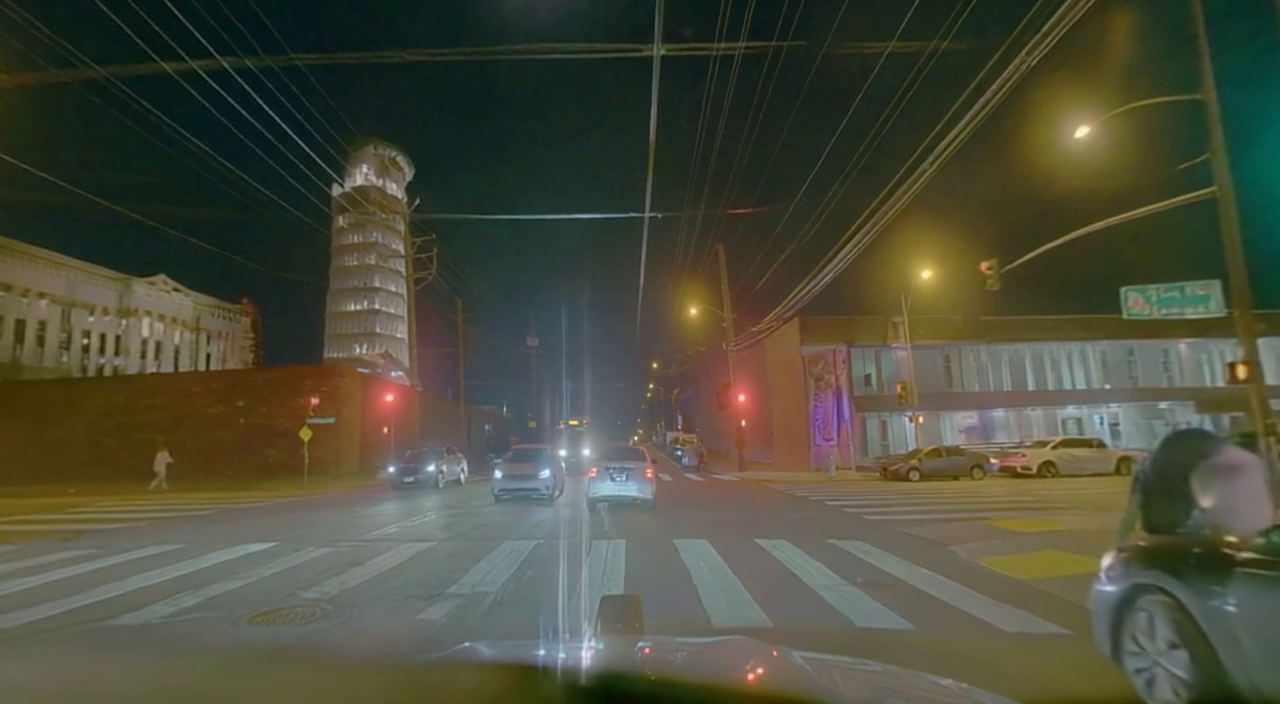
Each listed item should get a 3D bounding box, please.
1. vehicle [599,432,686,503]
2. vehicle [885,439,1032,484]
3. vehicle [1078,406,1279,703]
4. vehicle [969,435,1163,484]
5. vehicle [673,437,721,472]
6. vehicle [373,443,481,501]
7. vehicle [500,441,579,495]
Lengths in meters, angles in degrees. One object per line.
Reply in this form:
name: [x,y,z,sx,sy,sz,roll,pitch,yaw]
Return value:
vehicle: [0.053,3.227,18.058,2.190,1.783,4.048,0,-8,0]
vehicle: [12.206,4.220,24.500,4.576,1.650,1.980,-1,-9,2]
vehicle: [3.487,0.799,1.257,1.949,1.521,4.445,0,-8,-1]
vehicle: [14.254,3.619,21.372,5.045,1.527,2.107,0,-9,-1]
vehicle: [3.033,5.652,34.745,2.171,1.751,4.373,0,-9,-1]
vehicle: [-7.096,4.014,21.731,1.892,1.706,5.224,0,-8,0]
vehicle: [-3.364,3.941,21.867,2.055,1.660,3.954,0,-8,0]
